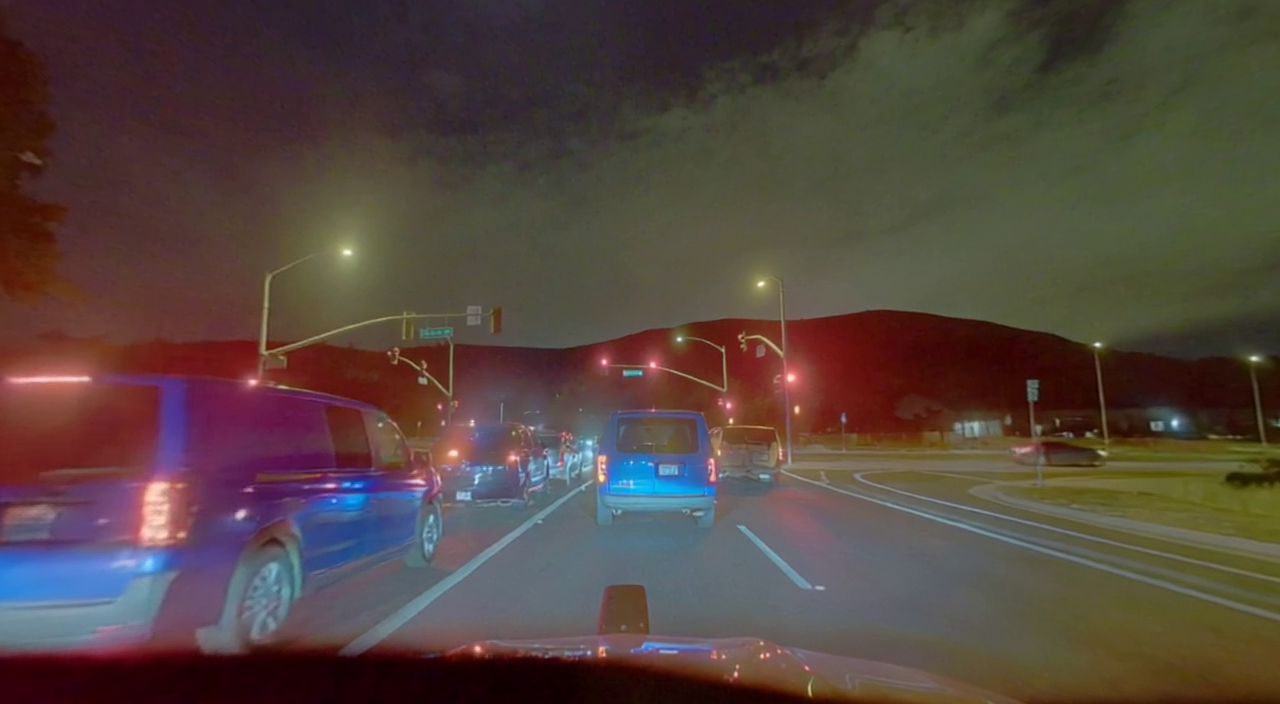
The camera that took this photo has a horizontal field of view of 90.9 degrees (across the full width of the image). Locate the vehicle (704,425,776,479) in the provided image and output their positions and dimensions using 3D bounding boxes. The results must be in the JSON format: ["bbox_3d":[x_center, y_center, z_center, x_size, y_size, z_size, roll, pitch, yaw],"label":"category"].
[{"bbox_3d":[3.267,3.367,21.398,1.817,1.662,3.843,0,-8,0],"label":"vehicle"}]

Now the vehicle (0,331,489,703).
[{"bbox_3d":[-2.831,1.138,4.758,2.131,1.783,4.540,0,-8,2],"label":"vehicle"}]

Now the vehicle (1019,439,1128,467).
[{"bbox_3d":[23.990,5.591,35.000,4.696,1.461,1.810,0,-8,-1],"label":"vehicle"}]

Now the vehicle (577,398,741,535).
[{"bbox_3d":[0.238,1.855,10.694,2.185,1.822,4.391,0,-8,0],"label":"vehicle"}]
